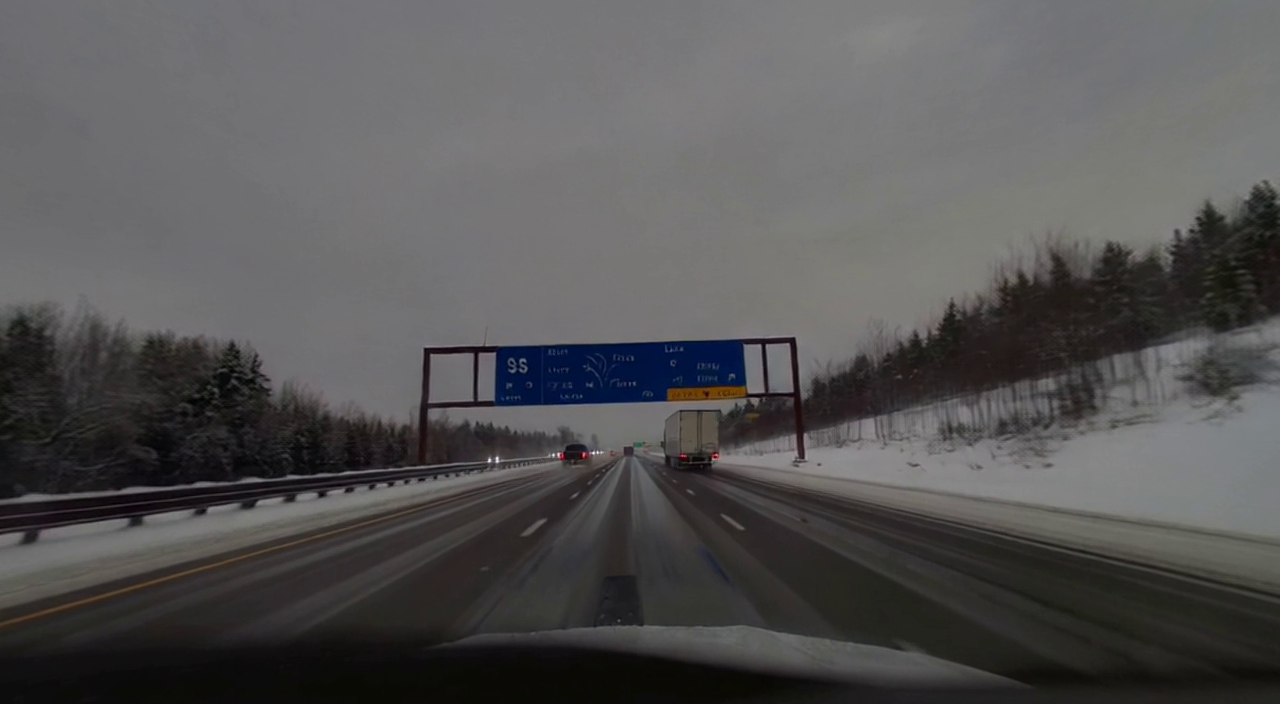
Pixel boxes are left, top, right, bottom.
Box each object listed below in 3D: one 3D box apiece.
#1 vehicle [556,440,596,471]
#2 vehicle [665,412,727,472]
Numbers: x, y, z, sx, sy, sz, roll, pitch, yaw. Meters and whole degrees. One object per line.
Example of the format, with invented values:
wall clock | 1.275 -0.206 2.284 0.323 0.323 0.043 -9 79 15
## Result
vehicle | -4.088 6.724 40.809 2.173 1.857 4.800 0 -9 -1
vehicle | 3.562 6.245 43.132 2.823 3.509 12.118 0 -9 -1
